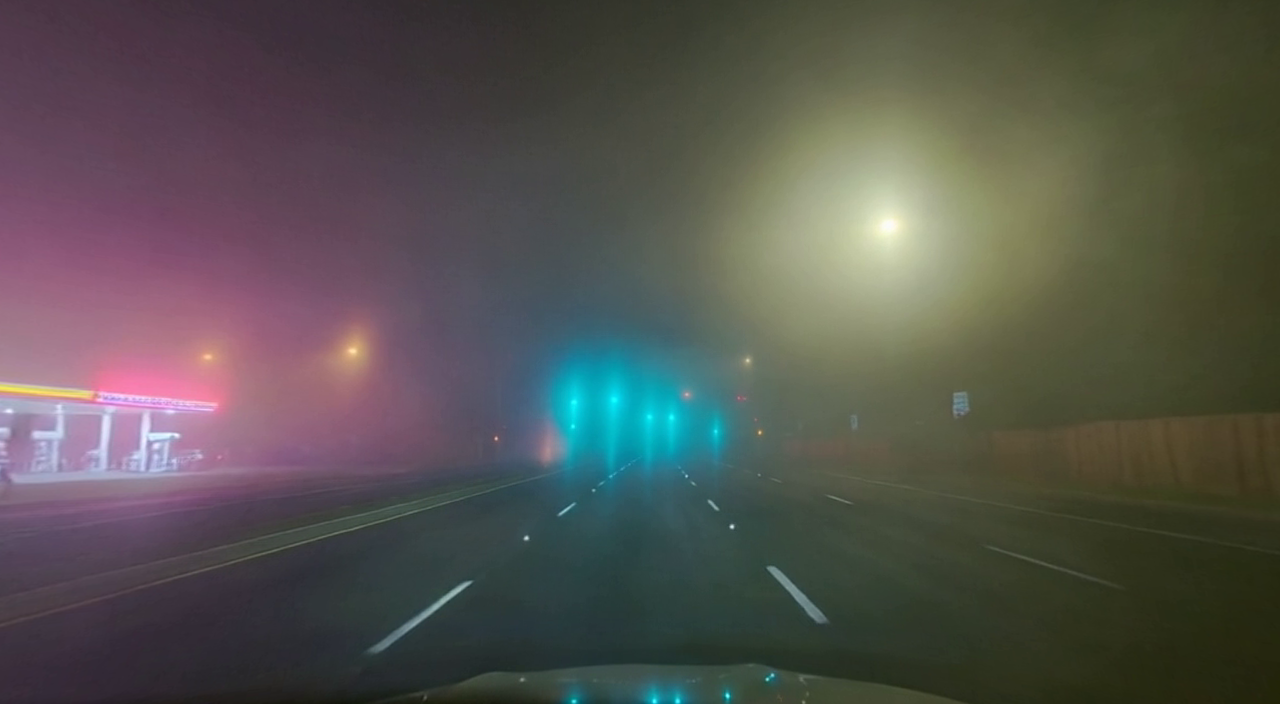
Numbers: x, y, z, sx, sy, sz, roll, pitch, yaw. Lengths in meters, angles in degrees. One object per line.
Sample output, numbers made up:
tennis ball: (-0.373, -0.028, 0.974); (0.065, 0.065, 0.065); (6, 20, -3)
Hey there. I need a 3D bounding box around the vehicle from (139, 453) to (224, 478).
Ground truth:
vehicle: (-33.668, 8.325, 46.347); (1.992, 1.721, 4.570); (-7, -11, 40)
